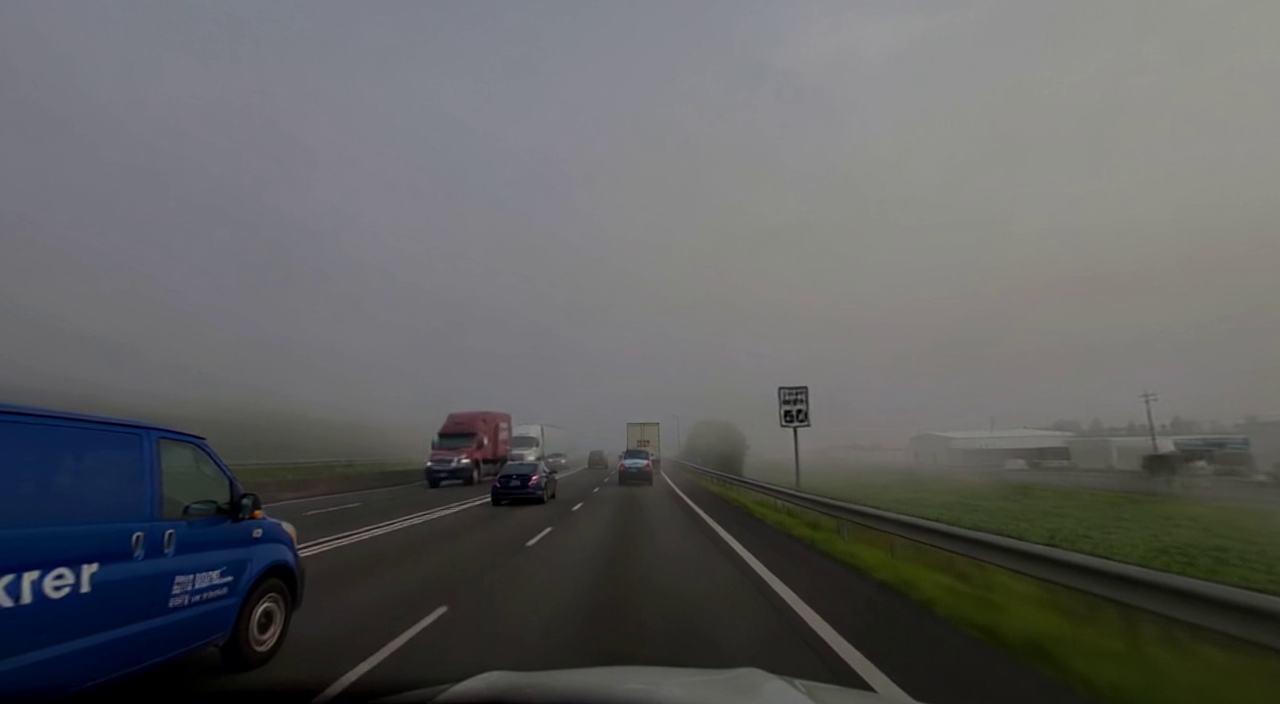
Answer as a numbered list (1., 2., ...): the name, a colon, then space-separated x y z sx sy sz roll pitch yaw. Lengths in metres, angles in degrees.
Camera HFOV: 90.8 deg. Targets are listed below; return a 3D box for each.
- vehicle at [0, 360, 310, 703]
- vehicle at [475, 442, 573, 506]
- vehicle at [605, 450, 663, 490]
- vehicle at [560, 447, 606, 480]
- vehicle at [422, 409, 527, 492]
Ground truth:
1. vehicle: -3.186 0.816 1.650 2.117 1.688 4.582 0 -9 0
2. vehicle: -3.171 3.427 18.177 1.937 1.600 4.141 0 -9 1
3. vehicle: -0.211 4.514 24.472 2.095 1.393 3.908 0 -9 0
4. vehicle: -2.997 5.960 33.997 1.994 1.663 4.047 0 -9 1
5. vehicle: -6.796 4.162 26.941 2.633 3.064 6.542 -1 -9 1
